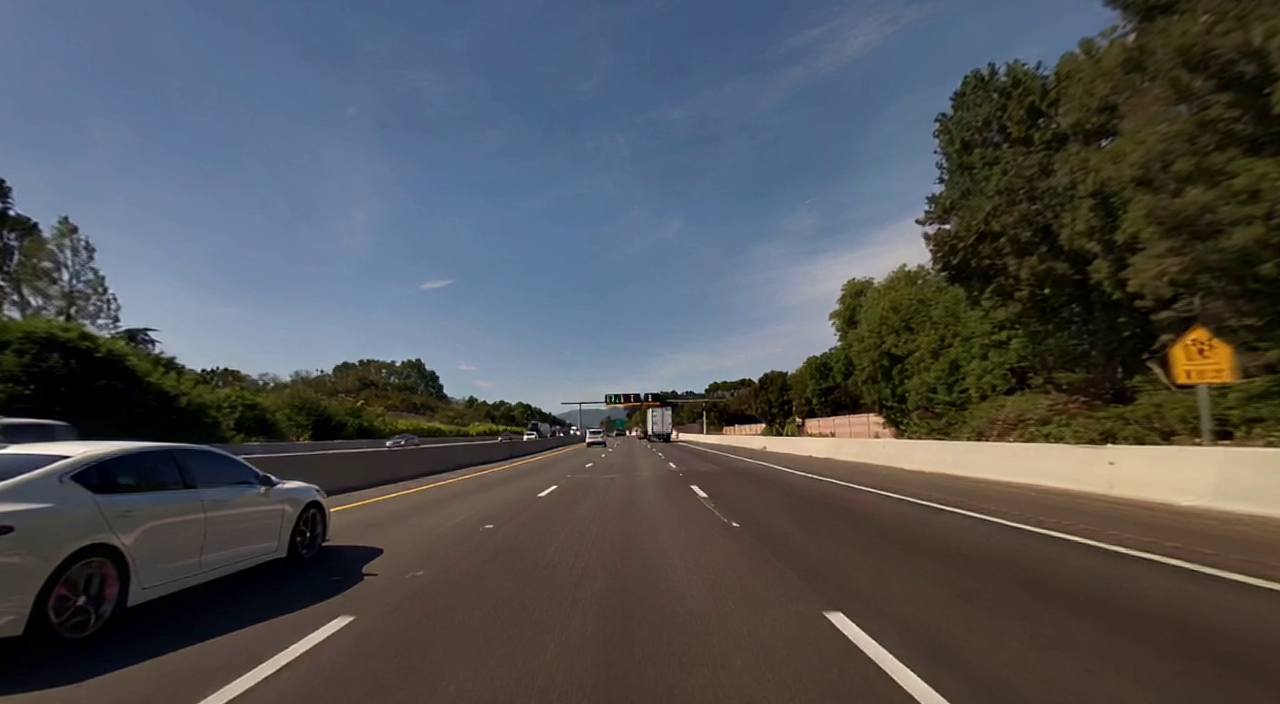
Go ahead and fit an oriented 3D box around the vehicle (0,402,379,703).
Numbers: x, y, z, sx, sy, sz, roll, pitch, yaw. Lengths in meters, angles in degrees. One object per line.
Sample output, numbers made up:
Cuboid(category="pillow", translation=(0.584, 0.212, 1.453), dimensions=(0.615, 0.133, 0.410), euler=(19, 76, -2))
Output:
Cuboid(category="vehicle", translation=(-3.729, 1.177, 4.414), dimensions=(1.971, 1.444, 4.401), euler=(0, -8, -1))
